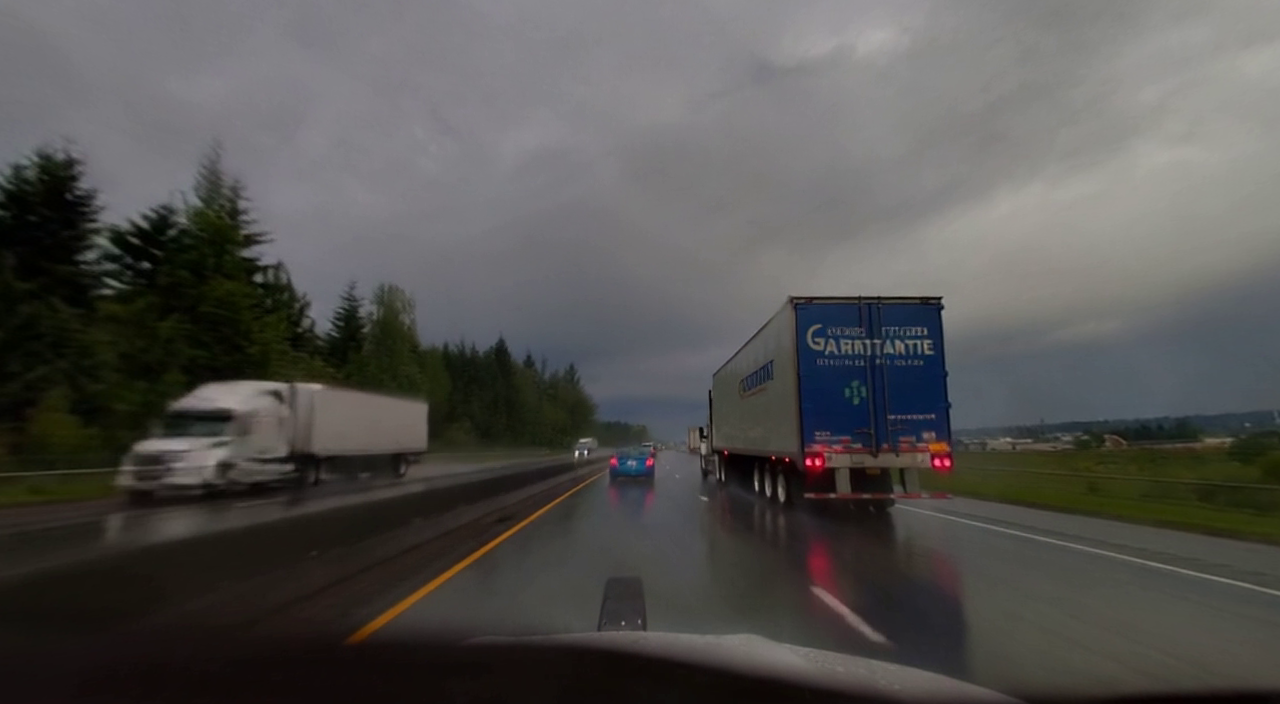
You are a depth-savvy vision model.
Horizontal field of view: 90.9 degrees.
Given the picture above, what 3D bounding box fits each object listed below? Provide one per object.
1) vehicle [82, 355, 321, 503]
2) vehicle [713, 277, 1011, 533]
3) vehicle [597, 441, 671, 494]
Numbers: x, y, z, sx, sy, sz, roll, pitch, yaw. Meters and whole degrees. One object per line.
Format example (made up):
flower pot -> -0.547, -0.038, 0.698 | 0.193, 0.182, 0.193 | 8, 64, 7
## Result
vehicle -> -13.066, 2.482, 19.626 | 3.028, 3.921, 5.723 | 0, -9, 1
vehicle -> 4.292, 1.930, 17.162 | 2.909, 4.074, 14.457 | 0, -9, 0
vehicle -> -0.161, 3.601, 19.852 | 2.074, 1.475, 3.960 | 0, -9, 0
